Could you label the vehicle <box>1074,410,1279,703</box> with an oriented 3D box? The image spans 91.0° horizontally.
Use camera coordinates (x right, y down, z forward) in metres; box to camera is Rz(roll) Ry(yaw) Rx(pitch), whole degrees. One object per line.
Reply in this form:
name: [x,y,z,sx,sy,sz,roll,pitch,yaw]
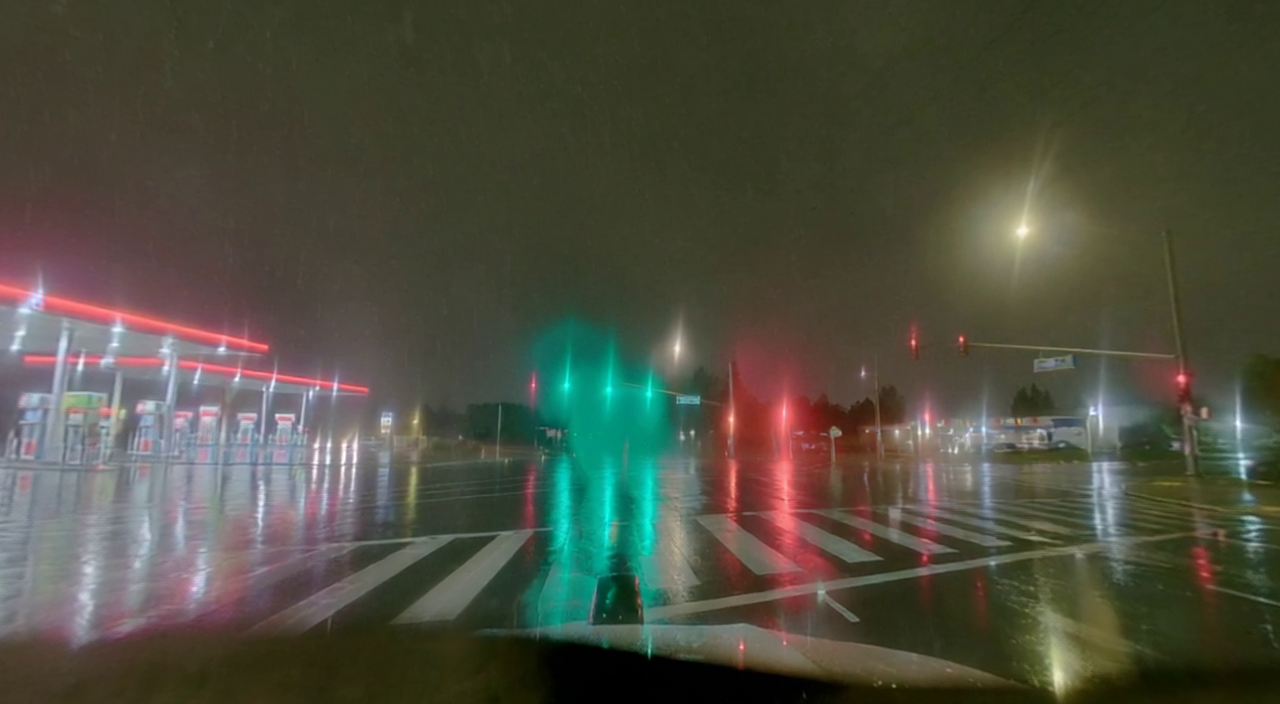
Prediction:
vehicle: [3.318,0.749,1.038,2.023,1.437,4.477,0,-8,0]
